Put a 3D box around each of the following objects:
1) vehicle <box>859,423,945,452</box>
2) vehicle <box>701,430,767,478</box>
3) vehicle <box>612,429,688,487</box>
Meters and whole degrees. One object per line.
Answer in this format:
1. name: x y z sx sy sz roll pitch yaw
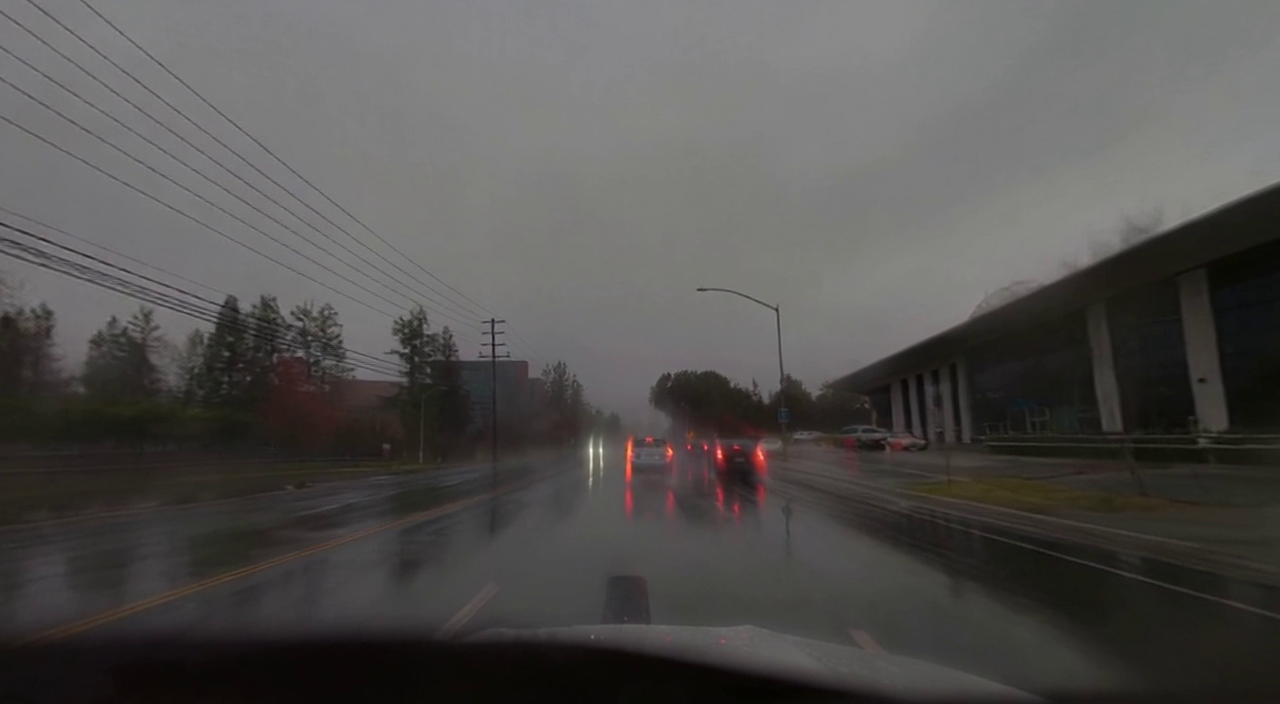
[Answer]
1. vehicle: 16.019 5.273 38.759 4.366 1.701 1.965 0 -8 -1
2. vehicle: 3.566 3.951 24.689 1.914 1.698 4.049 0 -8 0
3. vehicle: 0.293 3.379 20.369 2.200 1.653 4.127 0 -8 0
